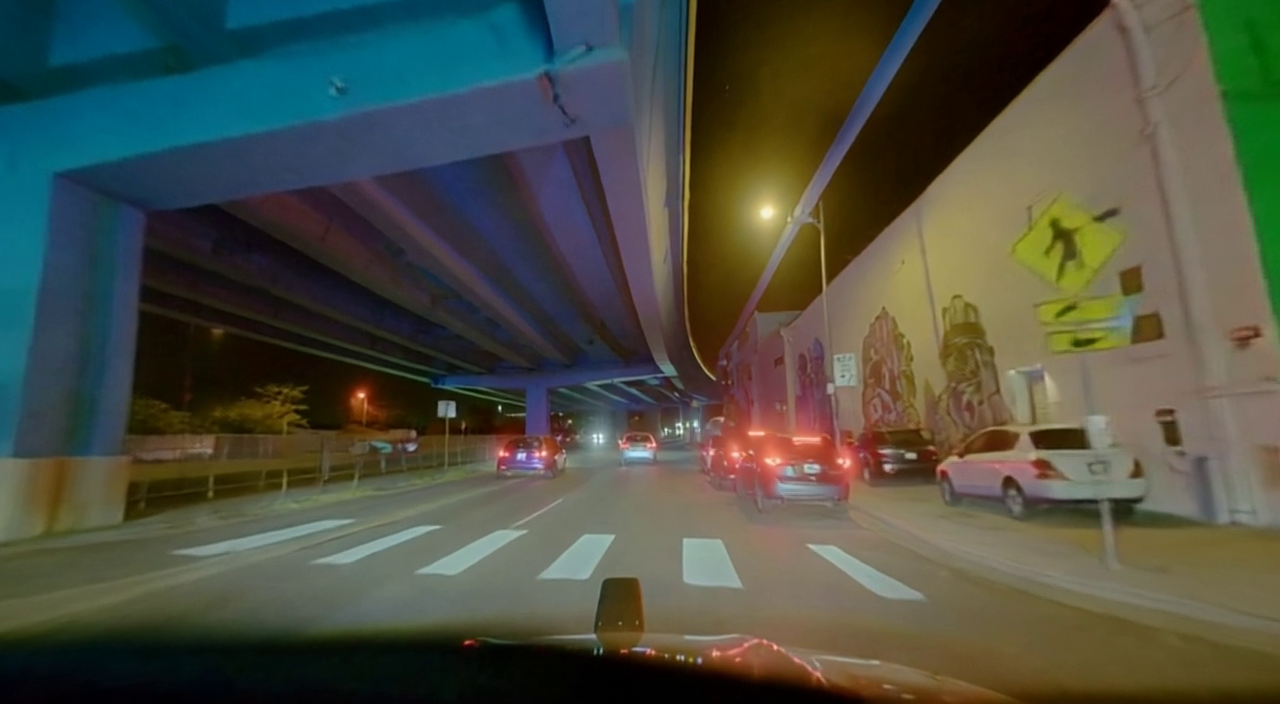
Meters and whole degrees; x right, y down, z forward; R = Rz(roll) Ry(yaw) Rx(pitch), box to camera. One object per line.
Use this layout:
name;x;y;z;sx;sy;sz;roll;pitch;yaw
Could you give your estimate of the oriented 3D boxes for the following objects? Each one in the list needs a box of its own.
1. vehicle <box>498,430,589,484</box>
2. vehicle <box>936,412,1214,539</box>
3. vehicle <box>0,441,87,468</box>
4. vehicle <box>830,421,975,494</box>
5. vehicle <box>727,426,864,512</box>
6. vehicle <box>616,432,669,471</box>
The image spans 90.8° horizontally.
vehicle;-2.925;3.298;20.230;2.024;1.533;4.549;0;-8;2
vehicle;7.583;2.121;11.742;2.275;1.834;4.294;1;-7;3
vehicle;-32.812;5.580;34.545;3.461;1.385;1.552;4;-9;-24
vehicle;7.657;3.118;19.111;2.175;1.909;4.953;0;-8;-1
vehicle;3.204;2.453;13.916;1.983;1.589;4.010;0;-7;0
vehicle;0.141;4.273;27.368;2.155;1.571;3.734;0;-8;1
